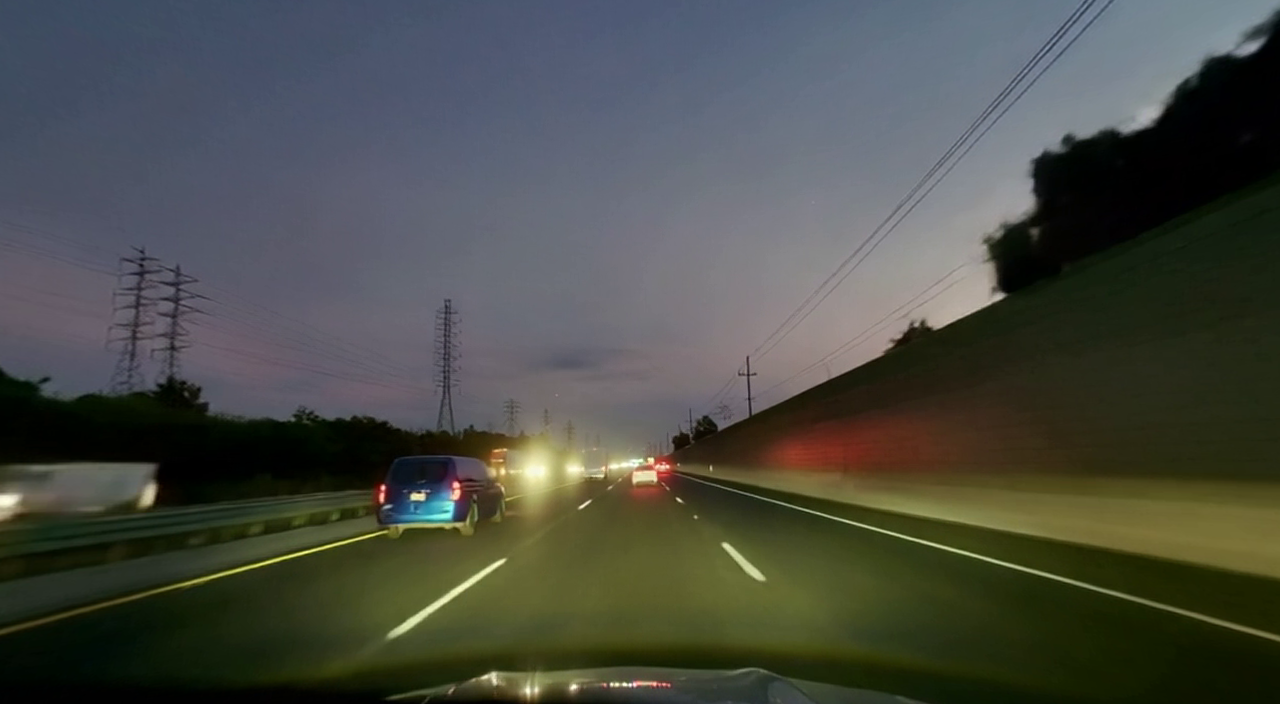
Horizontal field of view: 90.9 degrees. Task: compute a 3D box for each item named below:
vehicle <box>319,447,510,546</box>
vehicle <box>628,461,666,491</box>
[{"bbox_3d":[-4.084,2.732,12.410,2.023,1.541,4.543,0,-10,1],"label":"vehicle"},{"bbox_3d":[0.348,7.031,35.883,2.006,1.554,3.863,1,-10,-1],"label":"vehicle"}]
